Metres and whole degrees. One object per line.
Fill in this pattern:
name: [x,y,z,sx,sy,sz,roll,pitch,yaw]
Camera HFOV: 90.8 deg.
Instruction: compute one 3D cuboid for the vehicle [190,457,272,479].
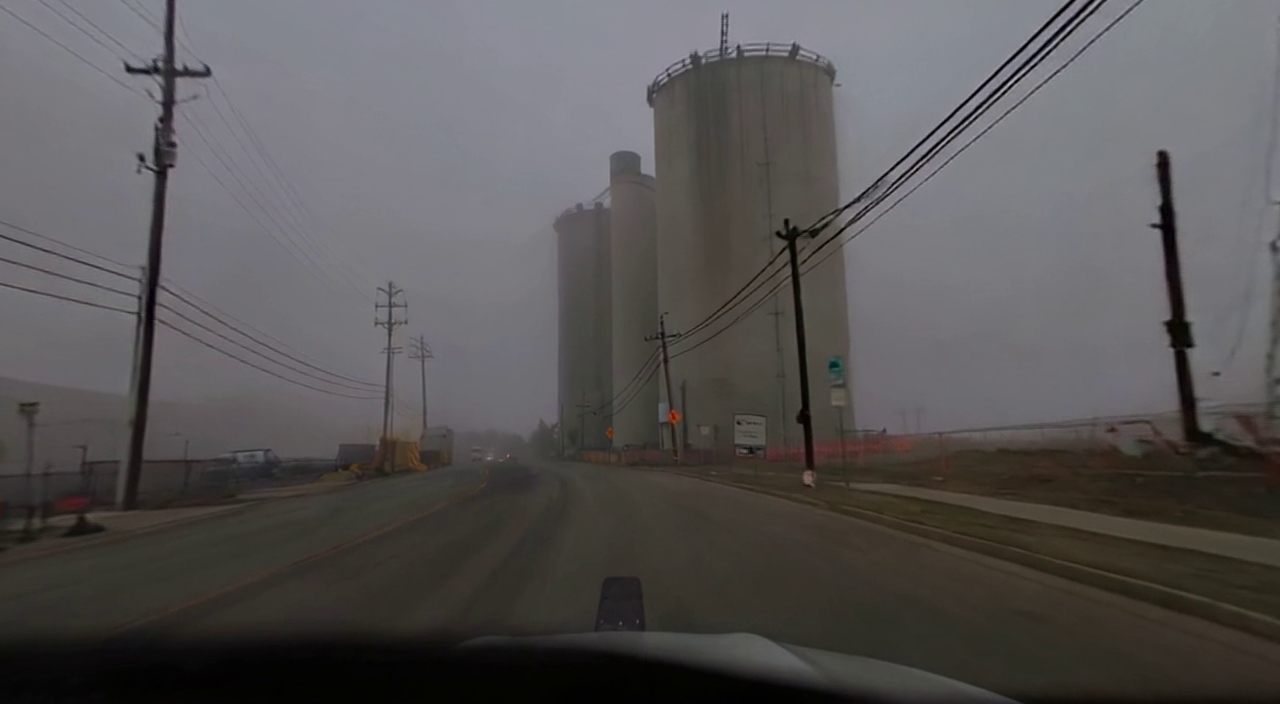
vehicle: [-27.852,7.902,43.108,4.184,1.411,1.855,1,-9,-7]
